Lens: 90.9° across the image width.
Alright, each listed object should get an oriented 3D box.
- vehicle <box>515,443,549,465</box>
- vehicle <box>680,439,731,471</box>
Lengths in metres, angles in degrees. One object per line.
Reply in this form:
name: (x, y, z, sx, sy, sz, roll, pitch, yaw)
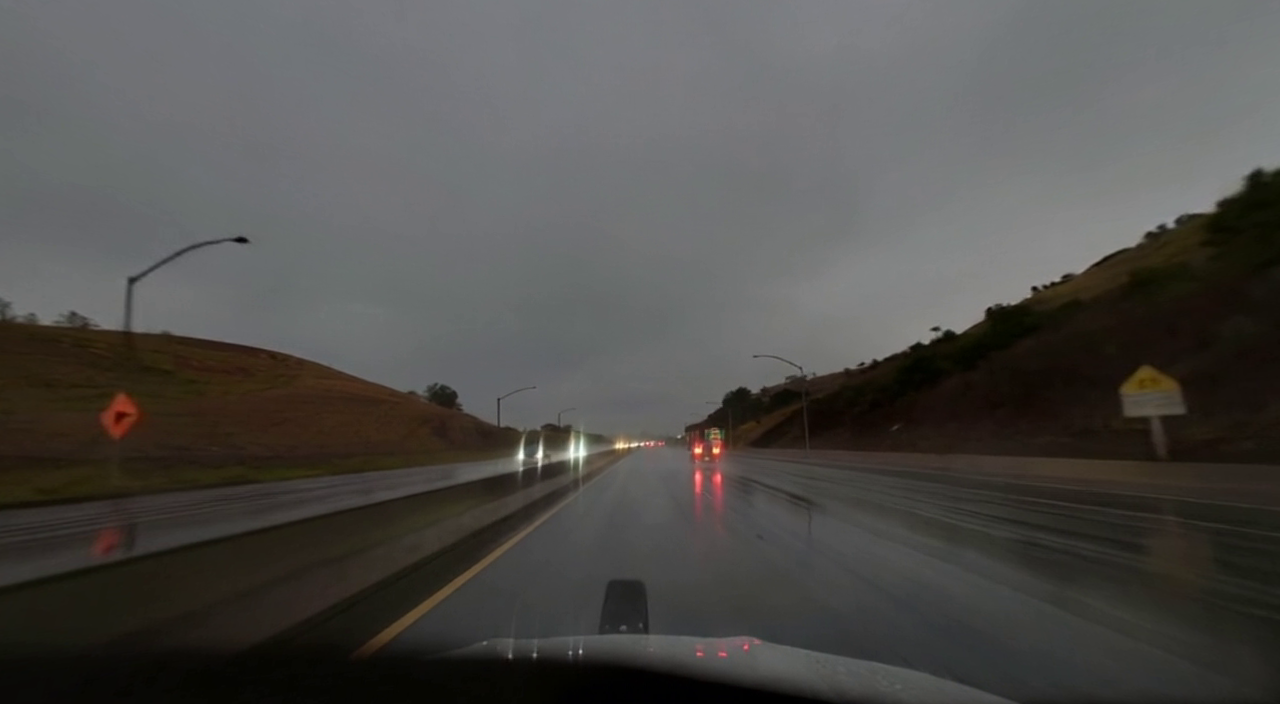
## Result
vehicle: (-8.375, 7.974, 49.292, 1.912, 1.612, 4.140, 0, -8, 1)
vehicle: (3.141, 5.062, 31.113, 2.044, 1.444, 4.216, 0, -8, -1)
